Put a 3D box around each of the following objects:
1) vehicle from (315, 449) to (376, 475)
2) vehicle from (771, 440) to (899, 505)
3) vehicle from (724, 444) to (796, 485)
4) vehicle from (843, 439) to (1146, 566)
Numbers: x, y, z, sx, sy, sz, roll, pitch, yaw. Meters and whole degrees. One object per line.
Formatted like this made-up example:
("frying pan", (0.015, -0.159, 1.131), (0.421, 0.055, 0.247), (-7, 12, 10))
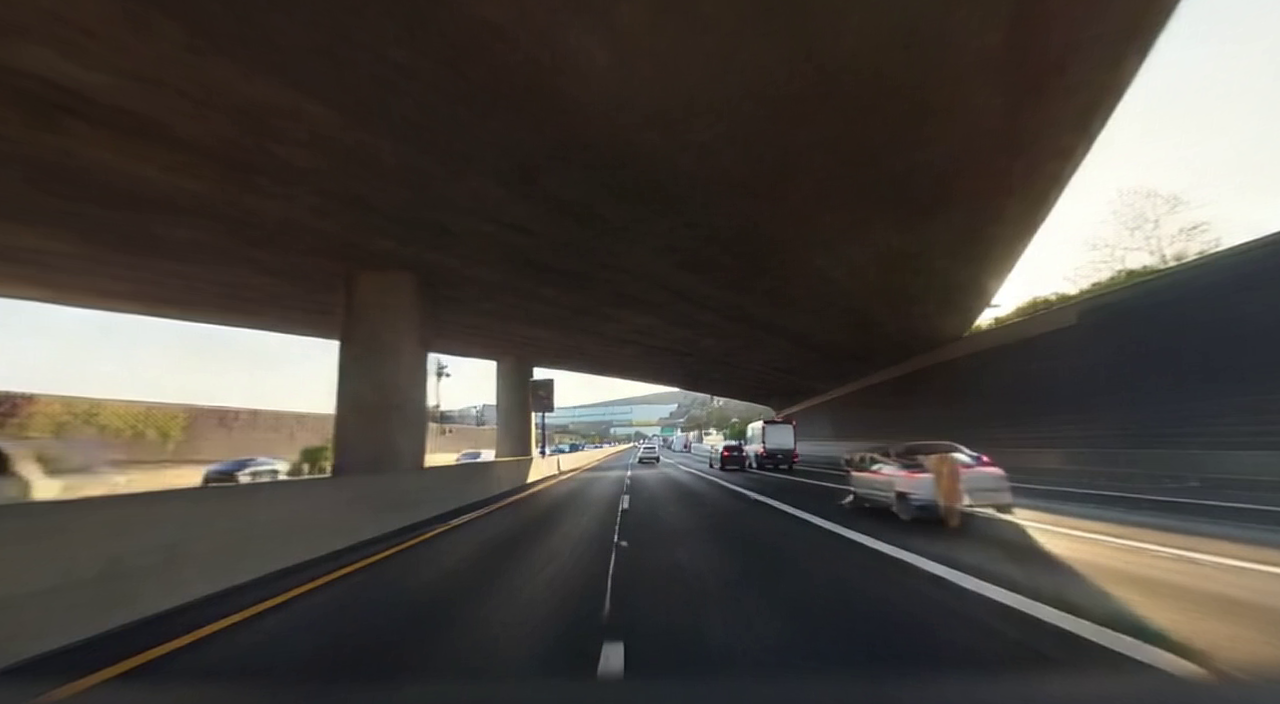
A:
("vehicle", (-20.784, 7.752, 44.773), (1.922, 1.747, 4.705), (0, -8, 2))
("vehicle", (5.137, 3.234, 17.480), (1.915, 1.512, 4.812), (0, -8, -1))
("vehicle", (4.762, 4.510, 25.710), (1.927, 1.489, 4.478), (0, -8, -1))
("vehicle", (4.833, 2.077, 9.562), (1.987, 1.448, 4.356), (0, -8, -1))
